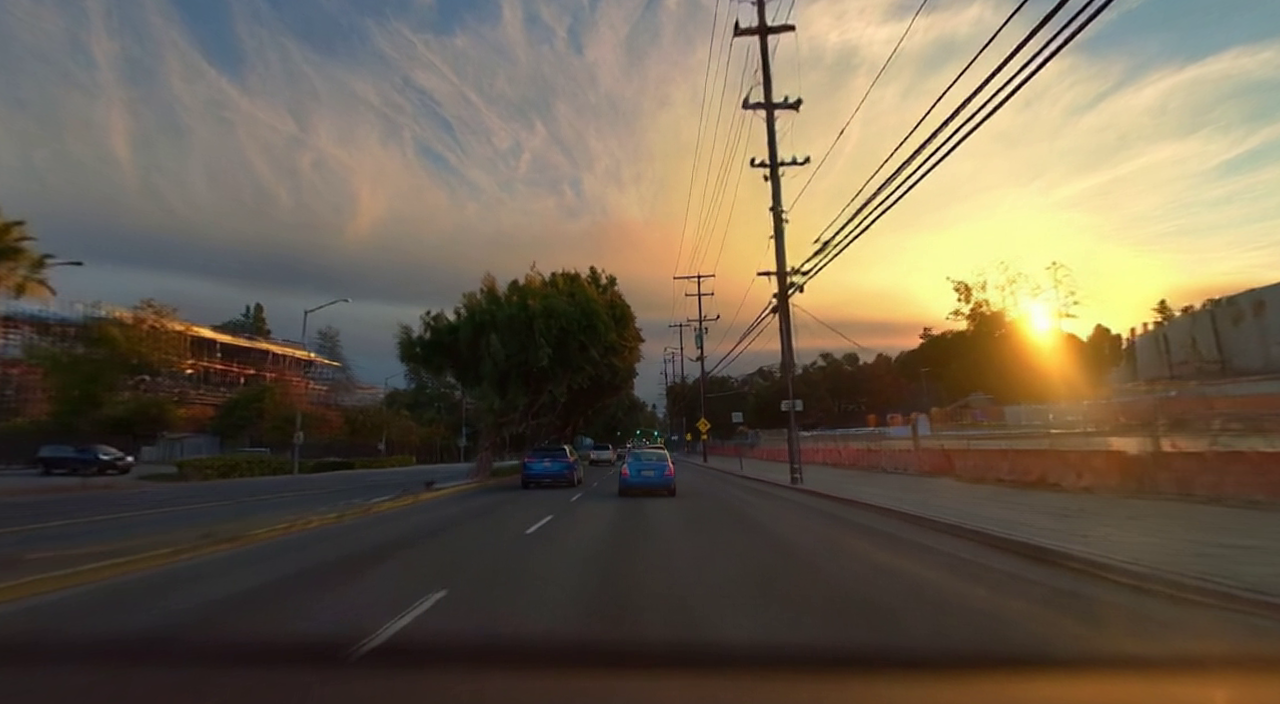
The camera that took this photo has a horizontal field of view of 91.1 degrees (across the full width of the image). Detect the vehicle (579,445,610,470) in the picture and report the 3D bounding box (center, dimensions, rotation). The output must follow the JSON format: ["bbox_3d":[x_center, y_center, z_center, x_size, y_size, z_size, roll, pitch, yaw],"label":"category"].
[{"bbox_3d":[-3.371,7.934,47.465,1.910,1.713,4.786,0,-8,1],"label":"vehicle"}]

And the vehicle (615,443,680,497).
[{"bbox_3d":[0.246,4.038,21.880,2.059,1.691,3.980,0,-8,0],"label":"vehicle"}]

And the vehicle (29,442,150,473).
[{"bbox_3d":[-31.884,6.113,36.457,5.155,1.679,1.934,0,-8,0],"label":"vehicle"}]

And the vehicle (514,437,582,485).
[{"bbox_3d":[-3.698,4.478,26.060,2.078,1.804,4.387,0,-8,2],"label":"vehicle"}]
